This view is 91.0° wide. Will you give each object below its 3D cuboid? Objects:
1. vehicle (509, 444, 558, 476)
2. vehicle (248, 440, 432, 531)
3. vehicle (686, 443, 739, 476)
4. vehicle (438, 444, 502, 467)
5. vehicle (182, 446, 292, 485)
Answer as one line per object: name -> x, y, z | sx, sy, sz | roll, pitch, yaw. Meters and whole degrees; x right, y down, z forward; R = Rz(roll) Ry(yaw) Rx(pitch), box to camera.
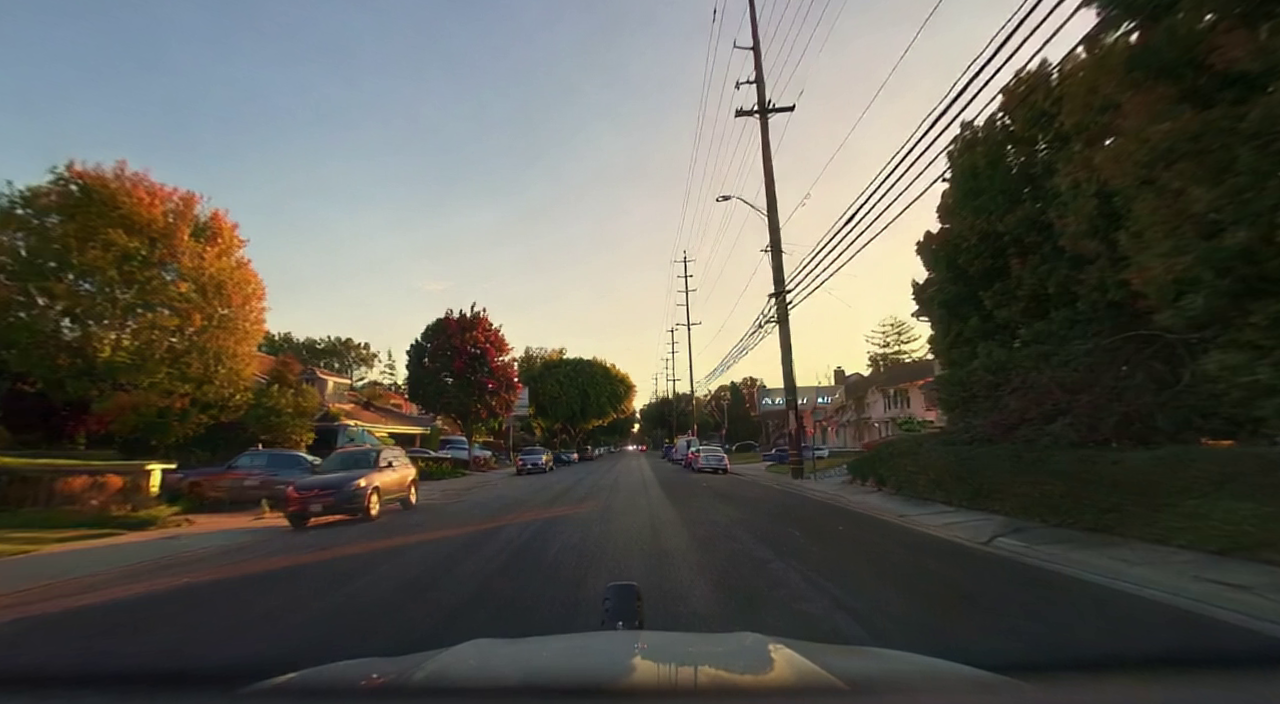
vehicle -> -6.159, 6.269, 36.777 | 1.989, 1.693, 4.292 | -2, -8, 2
vehicle -> -6.326, 2.815, 13.976 | 2.012, 1.639, 4.310 | -1, -8, -1
vehicle -> 3.672, 5.576, 32.967 | 2.112, 1.528, 4.944 | 0, -8, -1
vehicle -> -13.389, 8.195, 49.844 | 4.528, 1.713, 1.947 | 0, -8, -1
vehicle -> -17.679, 4.976, 27.714 | 3.623, 1.575, 1.724 | 0, -8, 0
